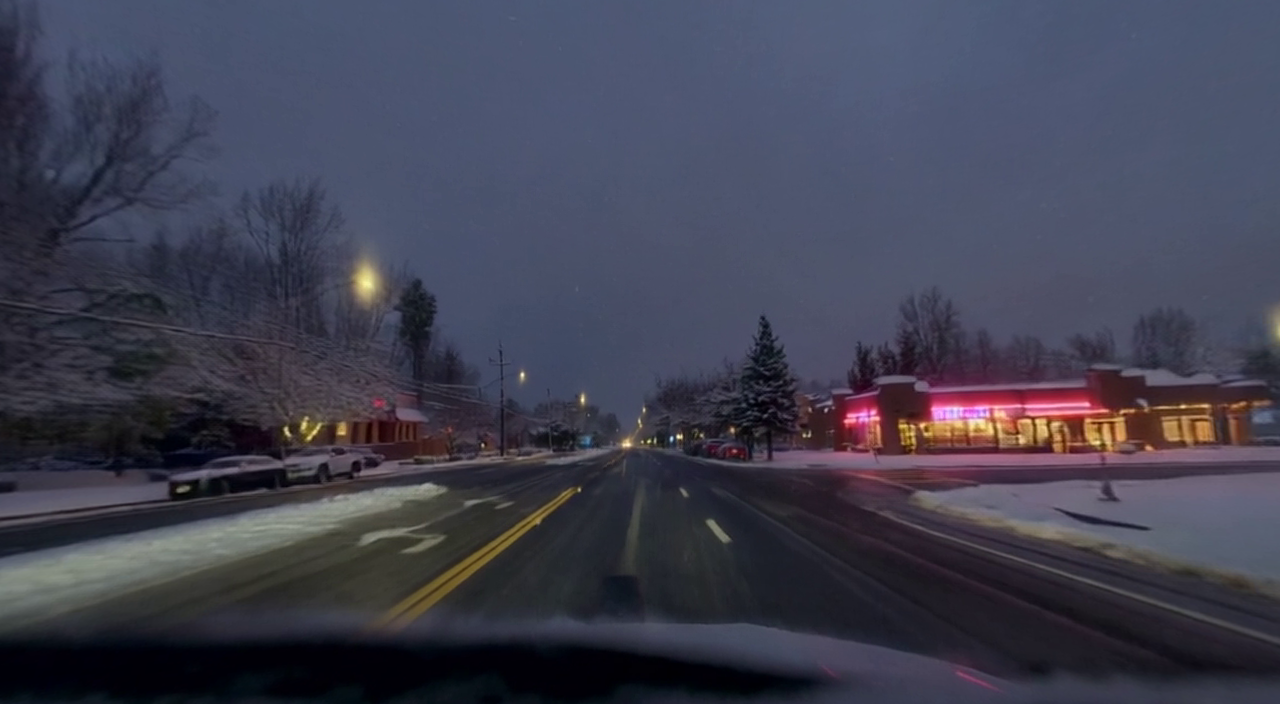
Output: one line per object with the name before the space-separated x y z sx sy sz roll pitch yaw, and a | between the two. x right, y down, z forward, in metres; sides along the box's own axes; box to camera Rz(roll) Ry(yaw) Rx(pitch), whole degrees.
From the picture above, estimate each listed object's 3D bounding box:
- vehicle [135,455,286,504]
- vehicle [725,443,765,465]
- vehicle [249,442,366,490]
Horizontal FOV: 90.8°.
vehicle | -14.904 4.415 22.323 2.106 1.479 4.541 0 -8 1
vehicle | 7.281 7.090 44.121 2.057 1.478 4.356 0 -8 0
vehicle | -14.788 5.061 28.638 2.164 1.933 5.804 0 -8 0
